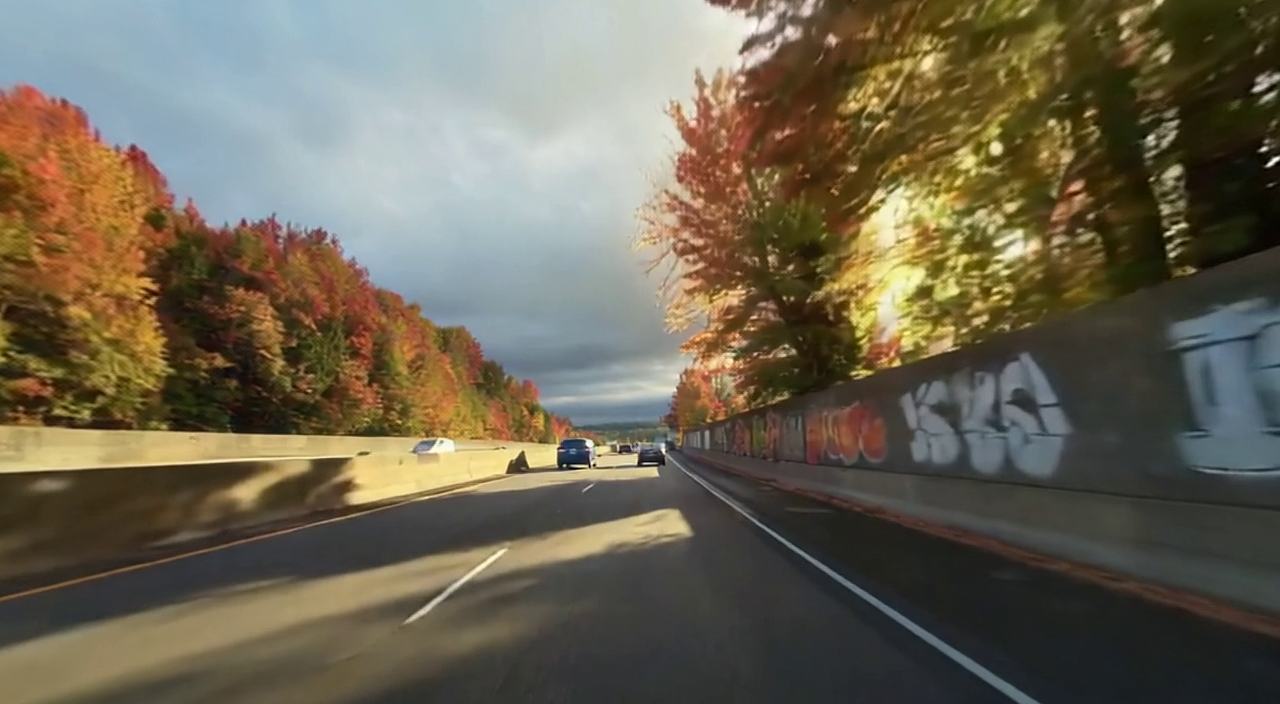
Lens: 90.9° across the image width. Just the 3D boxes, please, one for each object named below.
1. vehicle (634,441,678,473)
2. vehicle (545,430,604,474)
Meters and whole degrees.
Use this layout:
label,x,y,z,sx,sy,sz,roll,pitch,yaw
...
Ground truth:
label,x,y,z,sx,sy,sz,roll,pitch,yaw
vehicle,0.773,5.204,31.468,2.071,1.487,3.948,0,-8,1
vehicle,-3.178,4.990,31.657,2.199,1.973,5.078,0,-8,2
